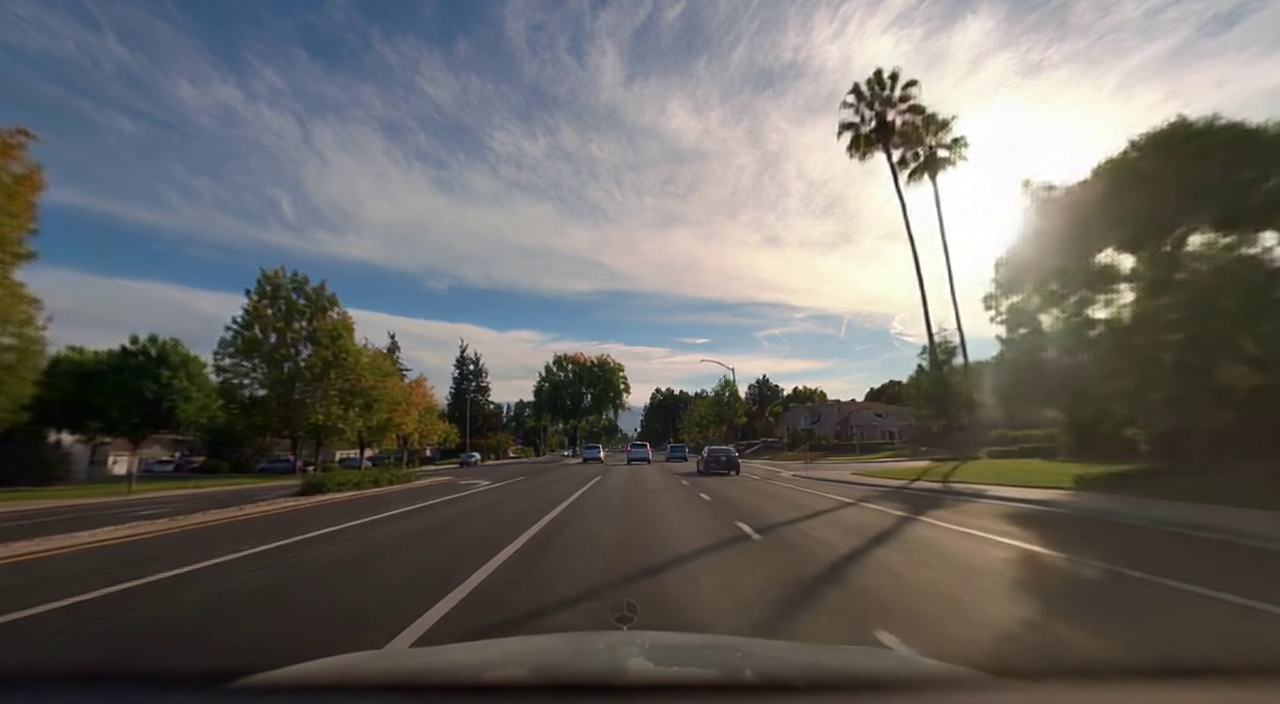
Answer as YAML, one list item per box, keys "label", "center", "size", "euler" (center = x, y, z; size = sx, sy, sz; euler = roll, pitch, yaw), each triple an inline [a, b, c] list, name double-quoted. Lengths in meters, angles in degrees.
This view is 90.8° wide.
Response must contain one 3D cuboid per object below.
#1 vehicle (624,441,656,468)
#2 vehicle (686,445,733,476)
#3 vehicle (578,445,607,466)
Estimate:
- label: "vehicle"
  center: [-0.038, 6.979, 43.247]
  size: [2.043, 1.734, 4.253]
  euler: [0, -8, -1]
- label: "vehicle"
  center: [3.425, 5.423, 31.892]
  size: [1.830, 1.451, 4.009]
  euler: [0, -8, -1]
- label: "vehicle"
  center: [-3.608, 7.940, 48.701]
  size: [2.000, 1.569, 3.794]
  euler: [0, -8, -1]
